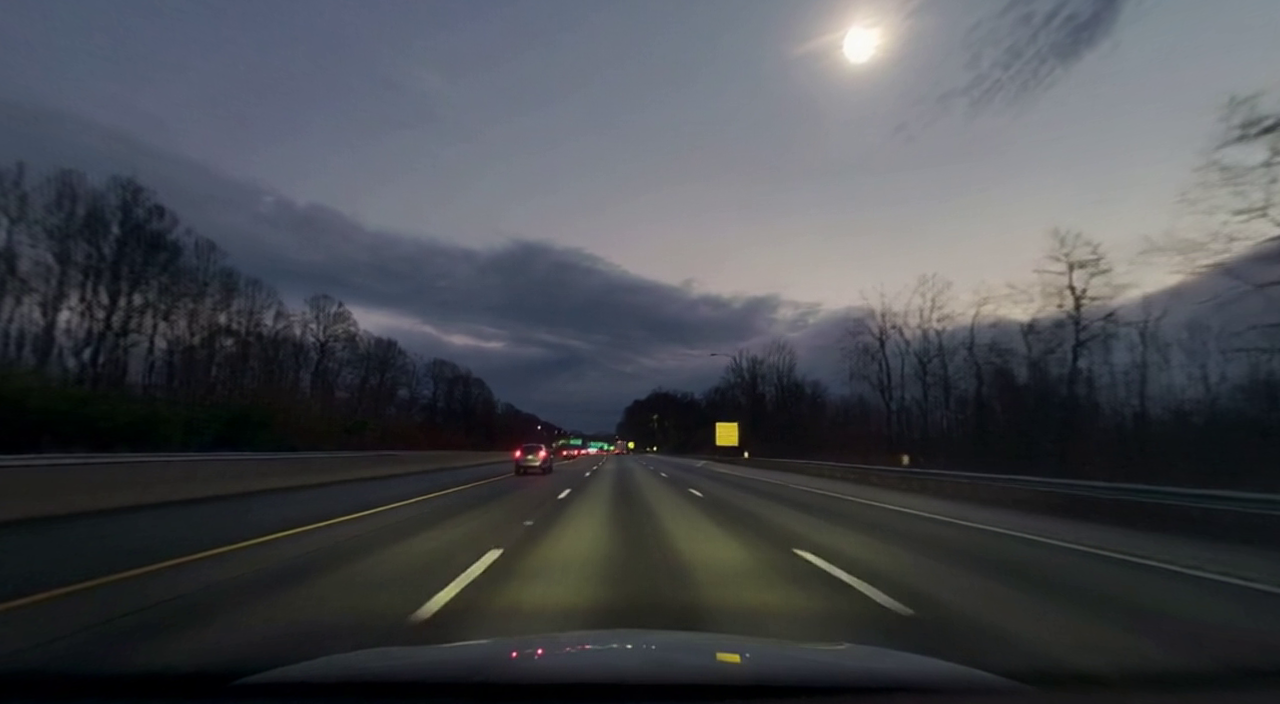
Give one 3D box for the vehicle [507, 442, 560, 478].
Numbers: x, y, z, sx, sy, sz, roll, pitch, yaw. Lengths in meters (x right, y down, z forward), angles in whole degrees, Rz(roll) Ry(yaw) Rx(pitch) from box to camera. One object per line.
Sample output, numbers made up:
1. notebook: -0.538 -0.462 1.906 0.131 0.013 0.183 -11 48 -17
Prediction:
1. vehicle: -5.433 5.535 32.474 2.151 1.693 4.201 0 -9 -2
